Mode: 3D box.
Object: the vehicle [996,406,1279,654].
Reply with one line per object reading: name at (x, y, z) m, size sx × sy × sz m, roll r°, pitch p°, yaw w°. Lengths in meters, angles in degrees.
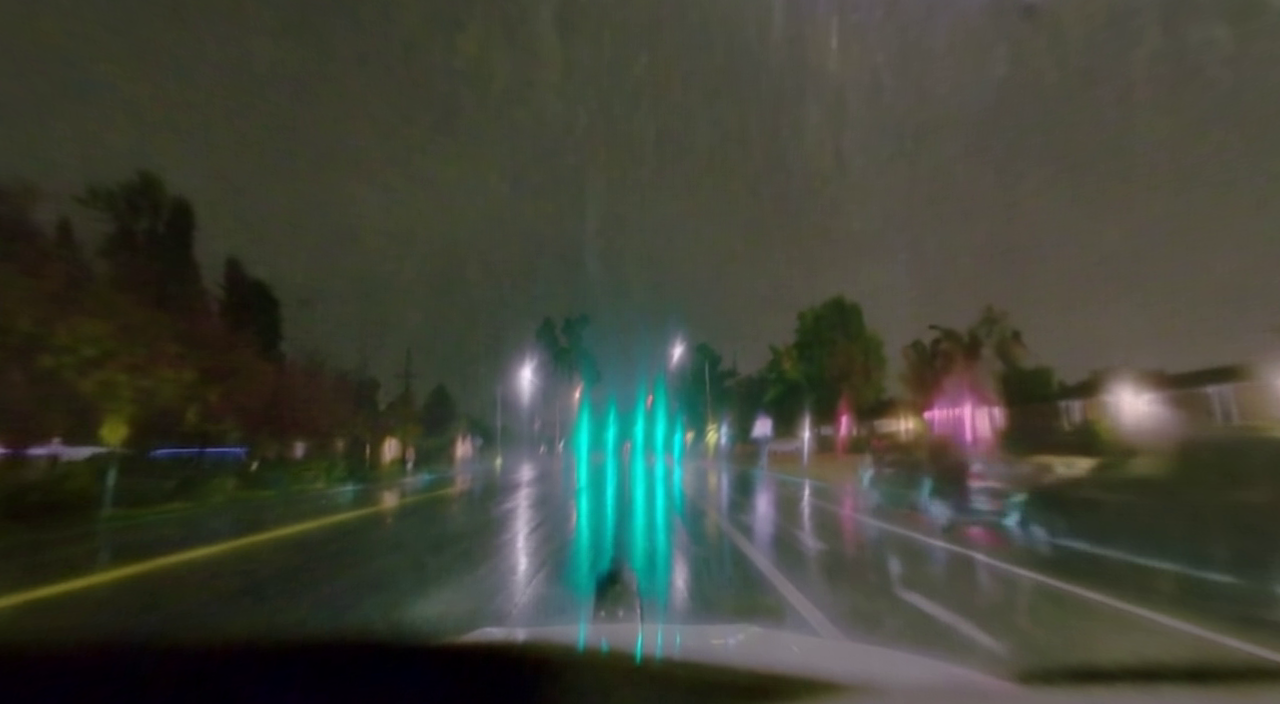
vehicle at (5.022, 1.207, 4.604) m, size 1.995 × 1.553 × 4.628 m, roll 0°, pitch -8°, yaw -2°
